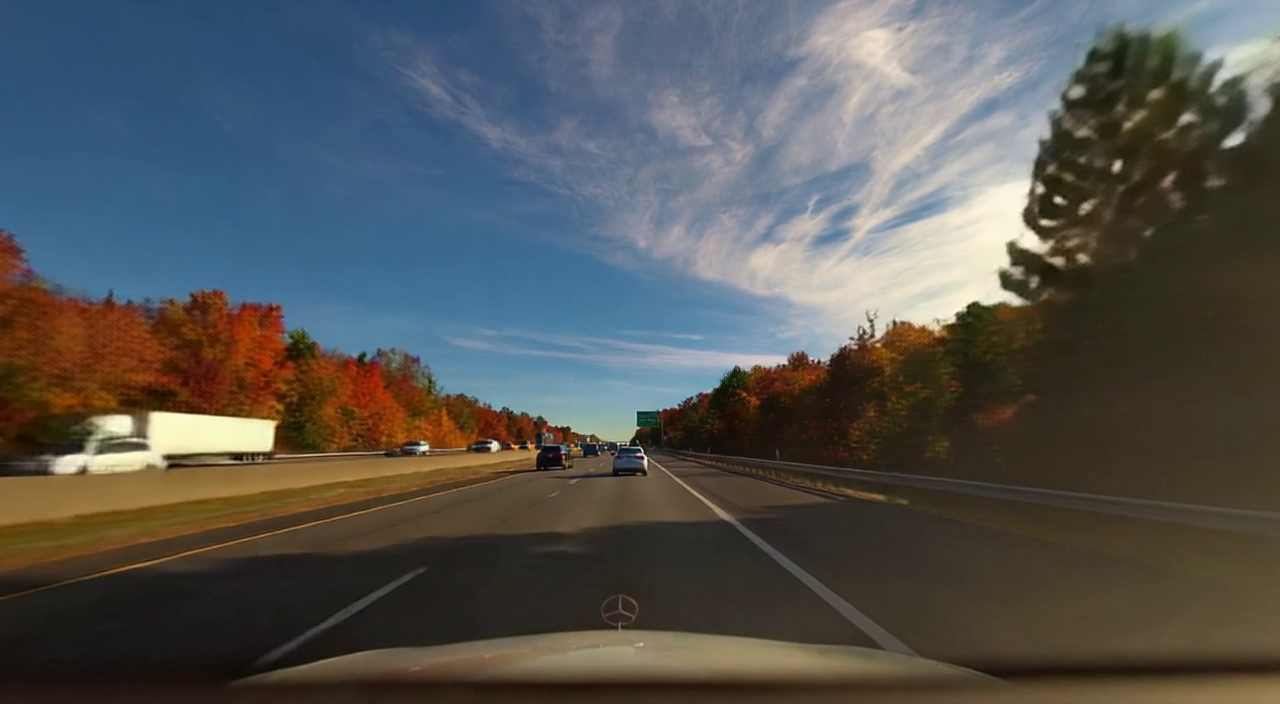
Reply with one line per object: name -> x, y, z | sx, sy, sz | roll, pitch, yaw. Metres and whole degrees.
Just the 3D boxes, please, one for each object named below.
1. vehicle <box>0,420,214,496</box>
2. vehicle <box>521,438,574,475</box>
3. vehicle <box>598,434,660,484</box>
vehicle -> -13.313, 2.626, 15.709 | 2.003, 1.594, 4.599 | -1, -9, 0
vehicle -> -4.609, 5.301, 31.916 | 1.974, 1.688, 4.727 | -1, -9, 0
vehicle -> -0.386, 3.988, 23.566 | 2.115, 1.661, 4.049 | 0, -9, 0
